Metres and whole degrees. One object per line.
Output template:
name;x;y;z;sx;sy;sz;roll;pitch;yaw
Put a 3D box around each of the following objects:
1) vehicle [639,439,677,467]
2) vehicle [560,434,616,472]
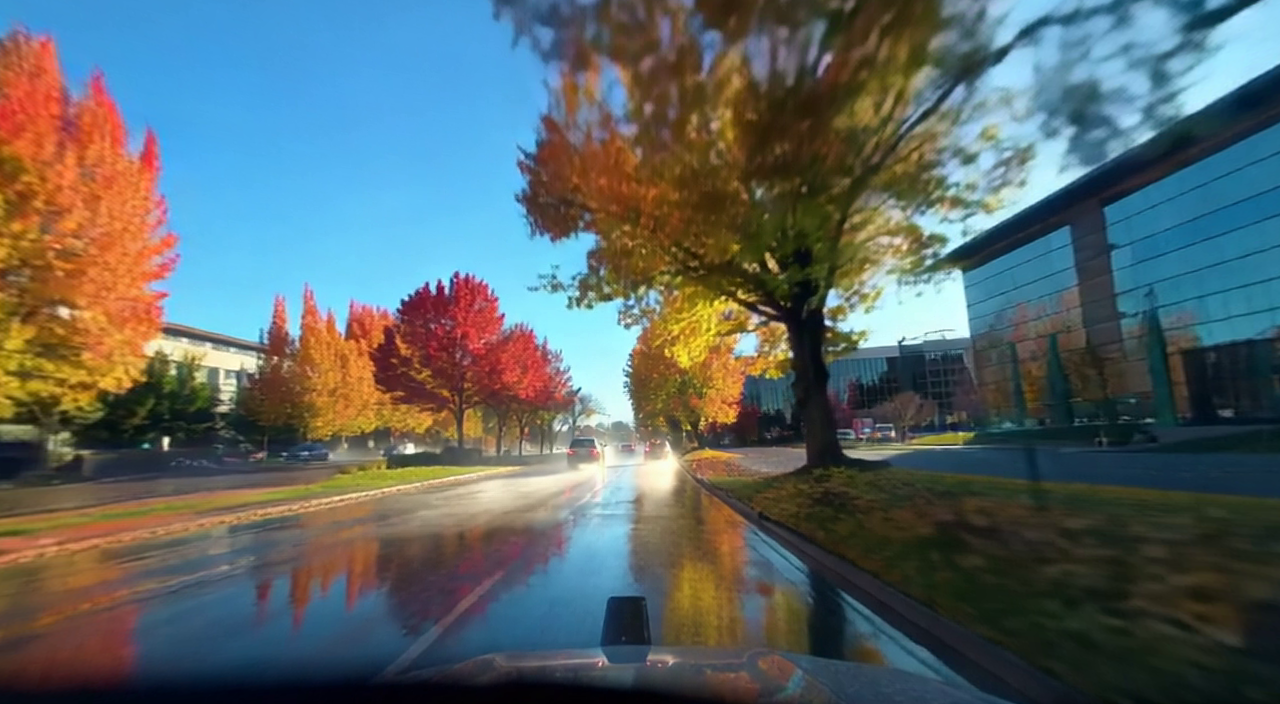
vehicle;1.011;5.631;35.343;2.040;1.493;3.682;0;-8;1
vehicle;-2.404;4.834;30.335;2.197;1.709;4.069;0;-8;2
